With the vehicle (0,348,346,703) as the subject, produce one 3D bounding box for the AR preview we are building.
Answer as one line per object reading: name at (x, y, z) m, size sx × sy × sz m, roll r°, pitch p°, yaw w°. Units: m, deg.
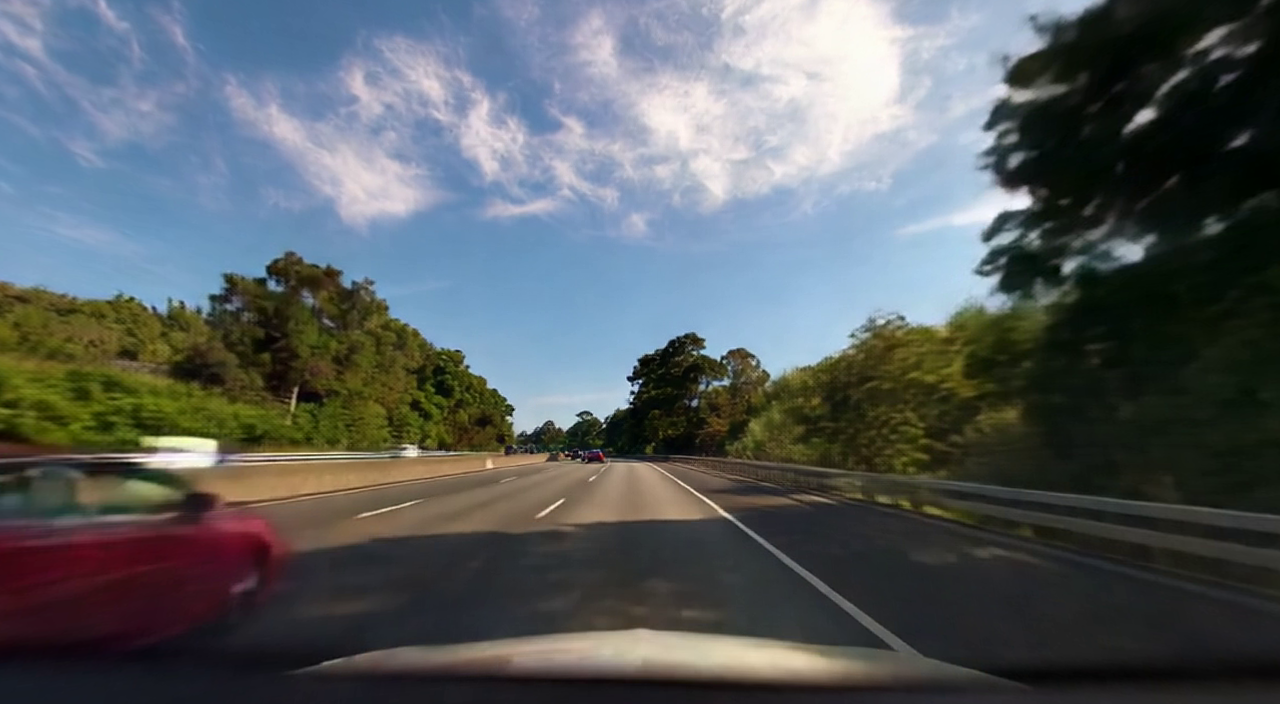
vehicle at (-3.483, 0.880, 2.563) m, size 2.279 × 1.683 × 4.726 m, roll 0°, pitch -9°, yaw 0°
